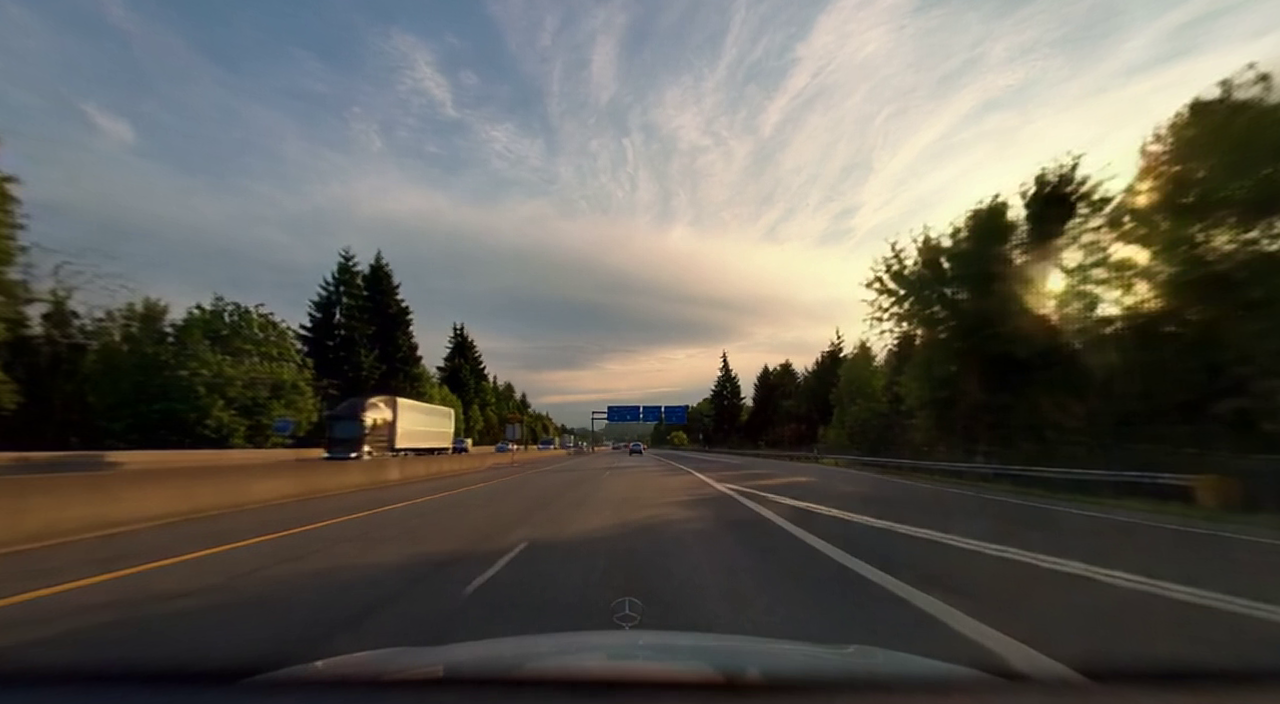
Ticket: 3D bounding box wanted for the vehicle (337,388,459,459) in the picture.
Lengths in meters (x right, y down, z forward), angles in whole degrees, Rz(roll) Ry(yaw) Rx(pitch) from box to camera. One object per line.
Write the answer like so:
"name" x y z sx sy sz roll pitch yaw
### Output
"vehicle" -16.415 5.455 44.740 2.743 4.034 16.022 -2 -9 -1
